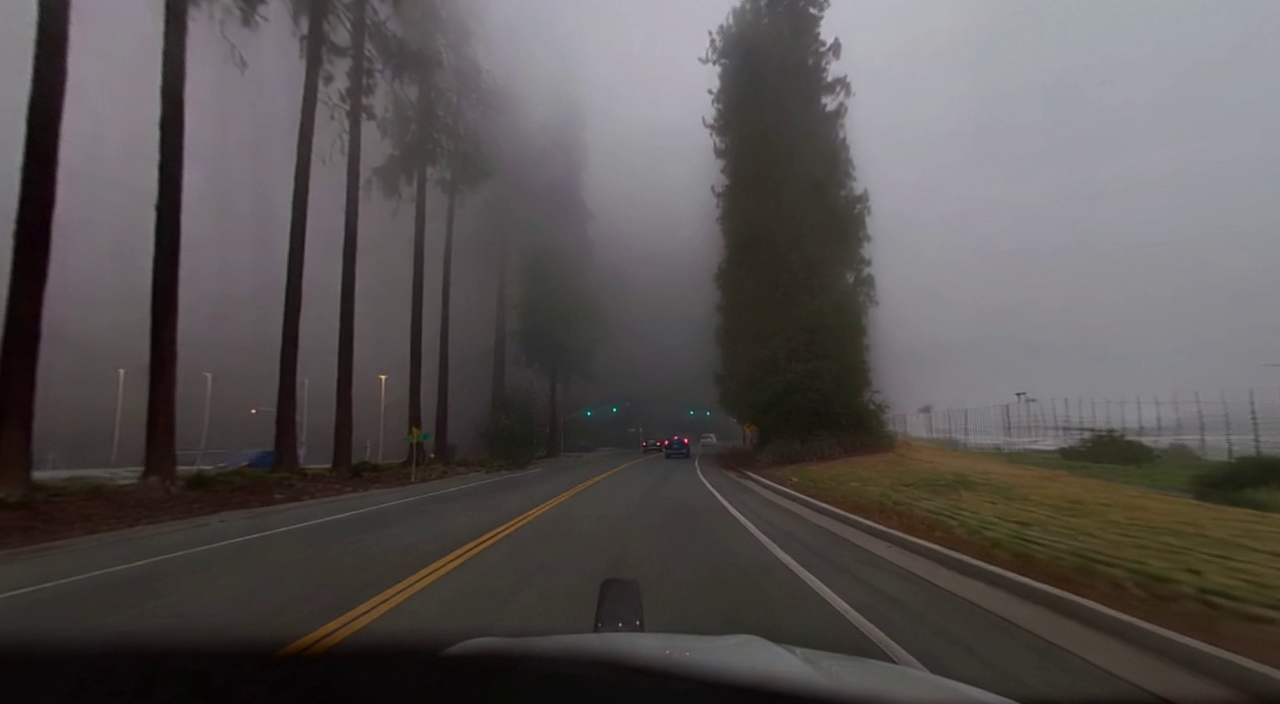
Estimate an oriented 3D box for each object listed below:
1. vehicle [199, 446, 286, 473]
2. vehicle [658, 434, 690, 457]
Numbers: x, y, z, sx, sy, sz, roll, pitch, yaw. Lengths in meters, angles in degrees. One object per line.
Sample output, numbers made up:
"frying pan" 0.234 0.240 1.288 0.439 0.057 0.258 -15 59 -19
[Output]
"vehicle" -23.156 6.283 37.039 1.927 1.440 4.547 -1 -9 4
"vehicle" 2.718 7.288 49.217 2.210 1.737 4.013 -1 -9 7
